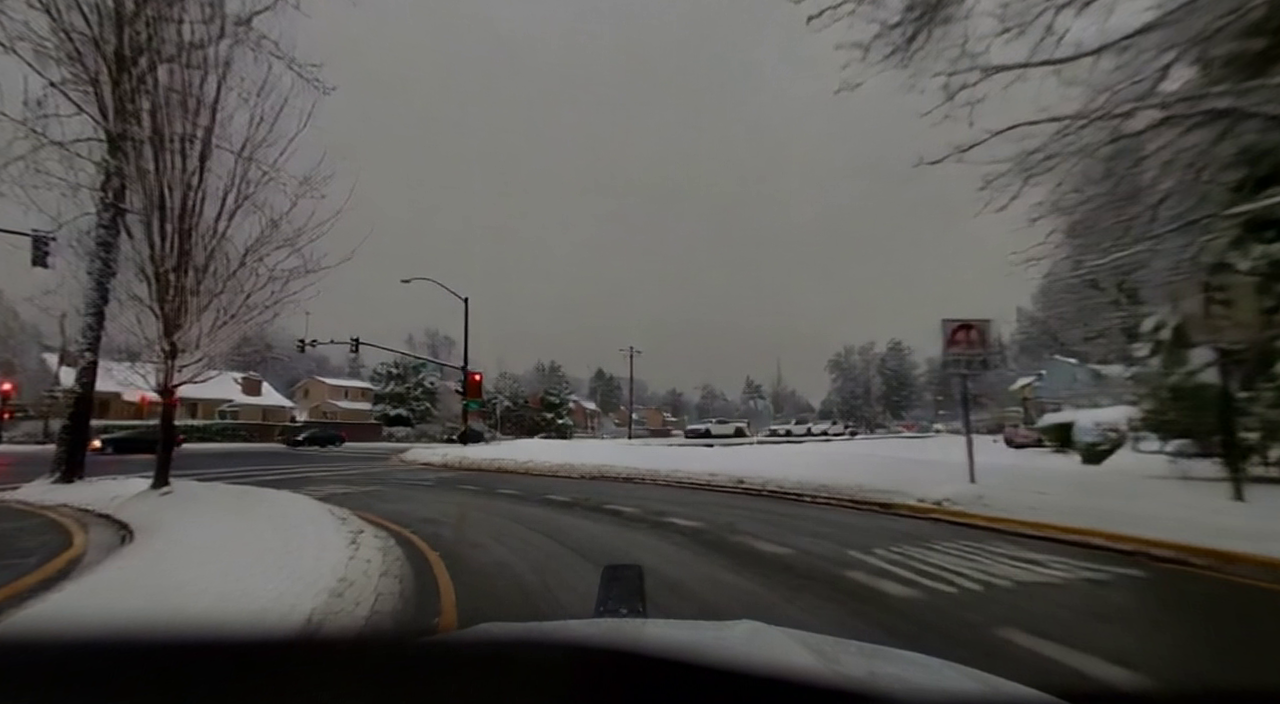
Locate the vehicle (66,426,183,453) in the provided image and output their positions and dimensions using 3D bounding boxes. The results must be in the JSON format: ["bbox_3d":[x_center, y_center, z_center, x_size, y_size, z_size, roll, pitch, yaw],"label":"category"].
[{"bbox_3d":[-29.845,5.069,36.549,1.847,1.461,4.853,-3,-8,24],"label":"vehicle"}]

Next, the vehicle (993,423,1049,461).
[{"bbox_3d":[16.771,3.906,27.746,1.907,1.515,4.550,-4,-7,30],"label":"vehicle"}]

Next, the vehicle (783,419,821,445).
[{"bbox_3d":[12.658,6.283,49.390,2.402,1.920,5.467,-1,-8,9],"label":"vehicle"}]

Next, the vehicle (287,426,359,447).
[{"bbox_3d":[-24.256,6.500,48.223,1.828,1.462,4.740,-3,-8,24],"label":"vehicle"}]
